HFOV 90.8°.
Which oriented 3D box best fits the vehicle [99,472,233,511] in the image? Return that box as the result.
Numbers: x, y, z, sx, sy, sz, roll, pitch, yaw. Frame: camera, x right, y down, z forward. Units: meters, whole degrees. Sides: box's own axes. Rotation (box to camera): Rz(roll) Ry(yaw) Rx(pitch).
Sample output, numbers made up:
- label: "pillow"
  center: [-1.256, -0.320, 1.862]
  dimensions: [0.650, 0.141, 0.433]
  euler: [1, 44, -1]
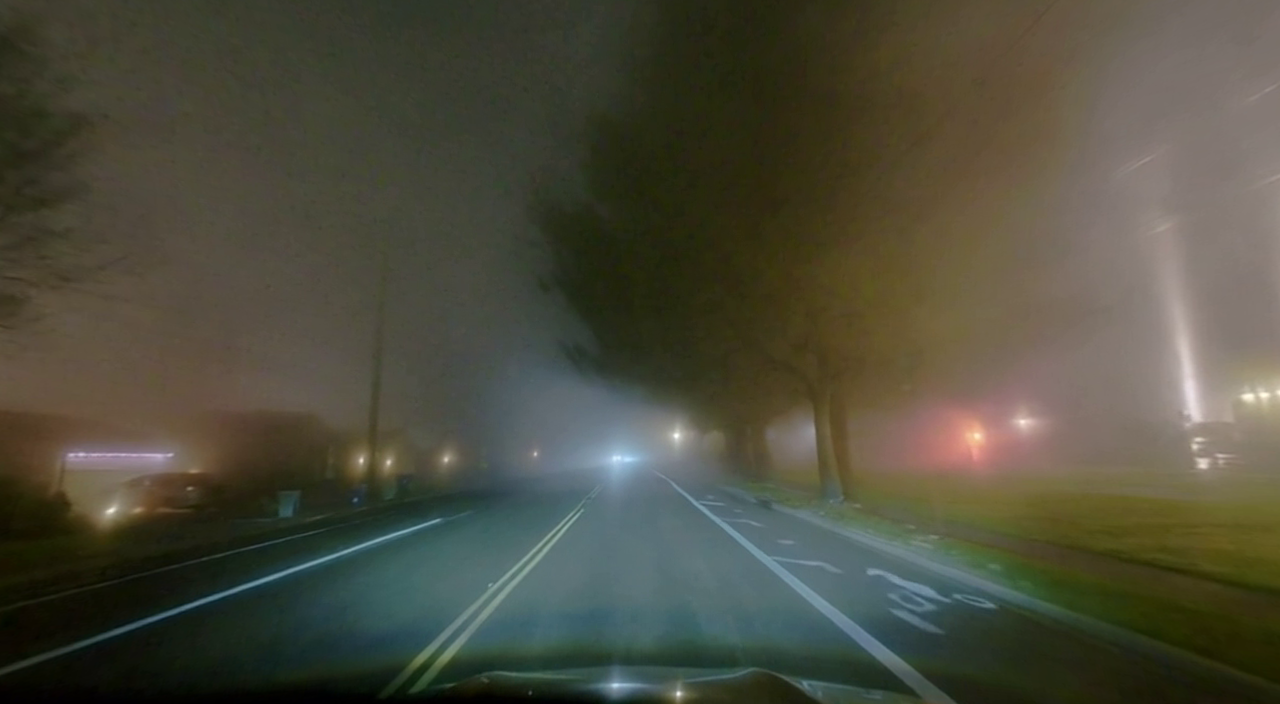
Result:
- label: "vehicle"
  center: [-19.276, 5.674, 25.792]
  dimensions: [4.173, 1.423, 1.657]
  euler: [-1, -9, 3]
